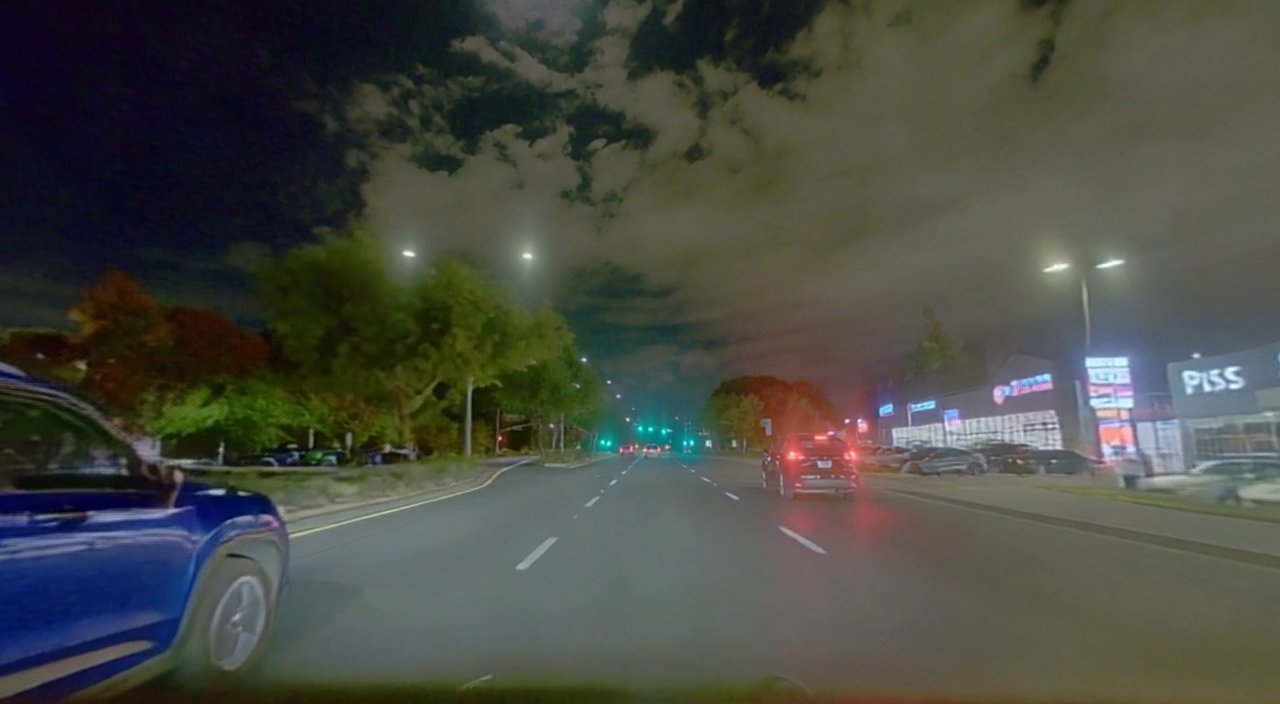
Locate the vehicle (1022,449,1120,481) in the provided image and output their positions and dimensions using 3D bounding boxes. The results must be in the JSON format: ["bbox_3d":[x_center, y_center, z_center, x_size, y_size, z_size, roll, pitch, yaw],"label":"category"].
[{"bbox_3d":[21.515,5.633,31.696,1.822,1.460,4.409,0,-8,0],"label":"vehicle"}]

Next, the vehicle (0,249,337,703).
[{"bbox_3d":[-3.241,0.589,1.838,2.210,1.925,4.838,0,-8,1],"label":"vehicle"}]

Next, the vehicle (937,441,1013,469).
[{"bbox_3d":[20.716,6.351,39.193,1.959,1.613,4.190,1,-8,-9],"label":"vehicle"}]

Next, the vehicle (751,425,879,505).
[{"bbox_3d":[4.300,2.848,16.294,2.024,1.773,4.431,0,-8,0],"label":"vehicle"}]

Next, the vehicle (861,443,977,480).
[{"bbox_3d":[12.111,4.763,27.598,4.217,1.522,1.755,-1,-9,4],"label":"vehicle"}]
